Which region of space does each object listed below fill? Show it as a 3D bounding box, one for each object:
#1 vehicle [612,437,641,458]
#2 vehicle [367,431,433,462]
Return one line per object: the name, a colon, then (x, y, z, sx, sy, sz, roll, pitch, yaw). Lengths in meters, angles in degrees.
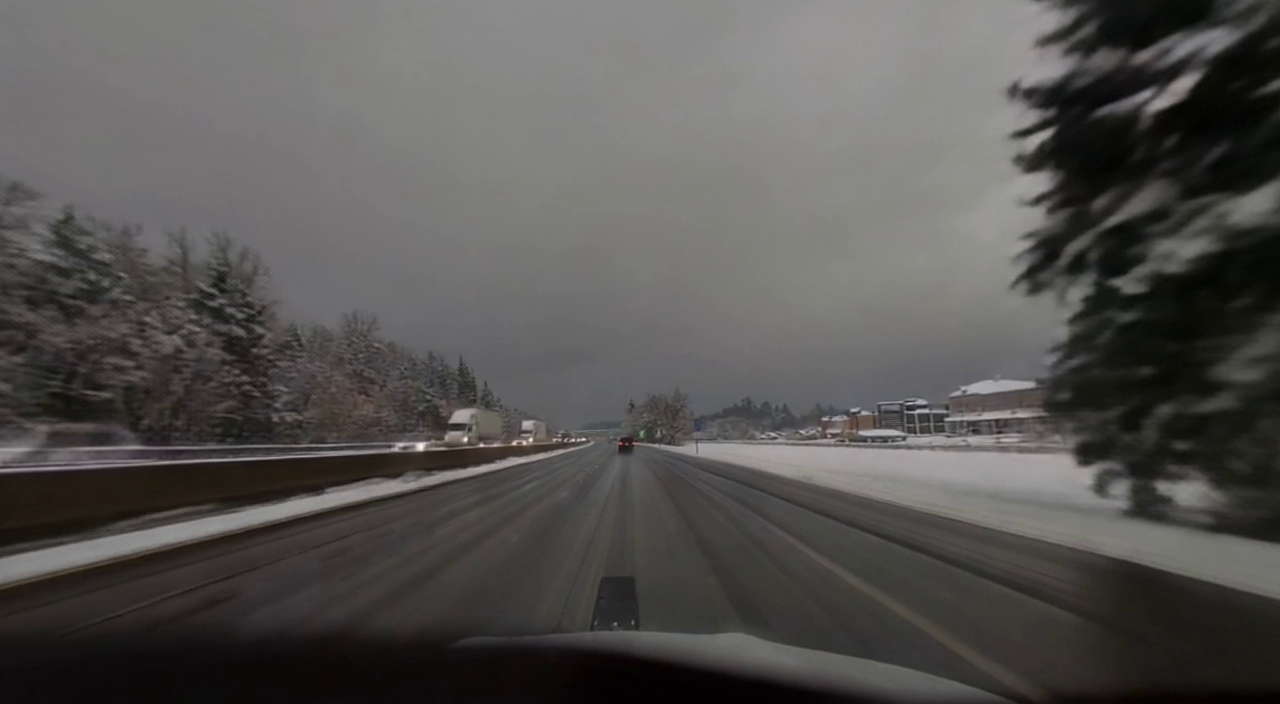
vehicle: (-1.038, 7.234, 47.893, 2.099, 1.504, 3.843, 0, -8, -2)
vehicle: (-12.705, 5.032, 33.627, 1.900, 1.490, 4.375, 0, -8, -1)
